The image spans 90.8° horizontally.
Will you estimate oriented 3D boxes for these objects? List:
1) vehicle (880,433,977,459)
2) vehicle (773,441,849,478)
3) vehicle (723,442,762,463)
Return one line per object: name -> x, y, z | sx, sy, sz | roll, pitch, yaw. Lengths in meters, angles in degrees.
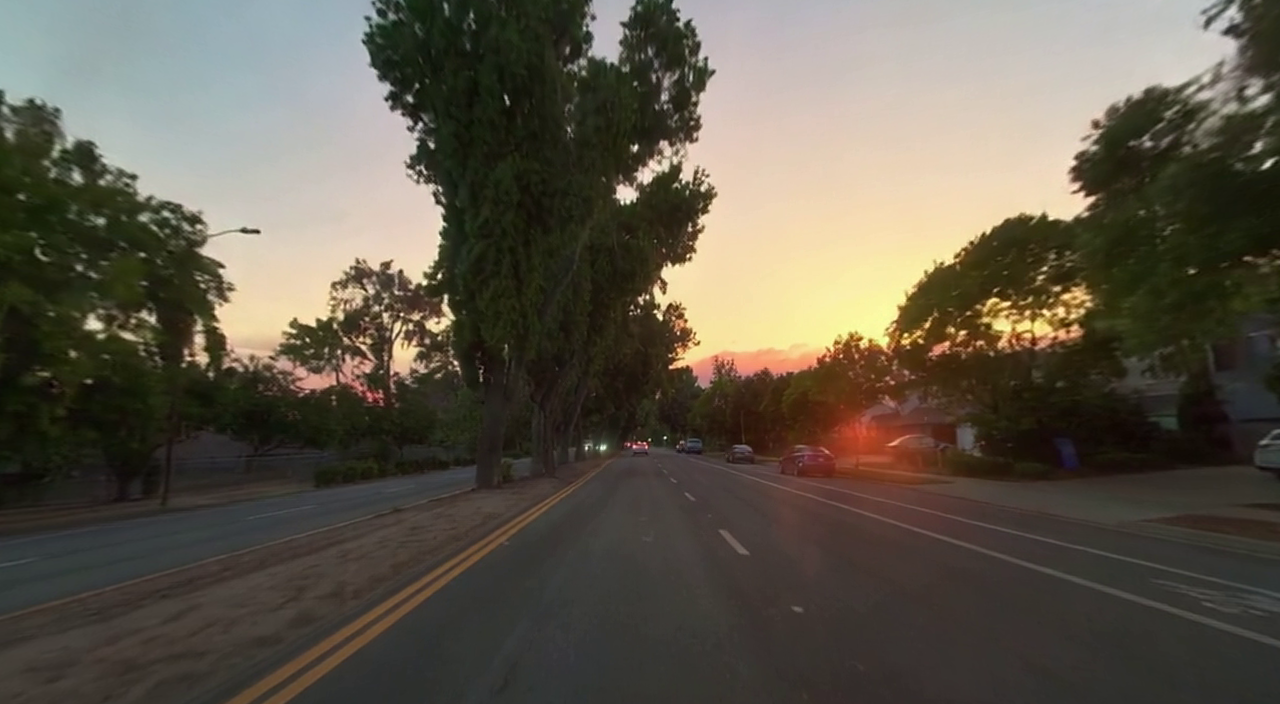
vehicle -> 17.637, 5.772, 38.815 | 4.793, 1.537, 2.353 | 1, -8, -5
vehicle -> 7.265, 4.597, 27.329 | 2.010, 1.469, 4.548 | 0, -8, 0
vehicle -> 7.367, 7.240, 45.756 | 1.967, 1.449, 4.645 | 0, -8, -1
